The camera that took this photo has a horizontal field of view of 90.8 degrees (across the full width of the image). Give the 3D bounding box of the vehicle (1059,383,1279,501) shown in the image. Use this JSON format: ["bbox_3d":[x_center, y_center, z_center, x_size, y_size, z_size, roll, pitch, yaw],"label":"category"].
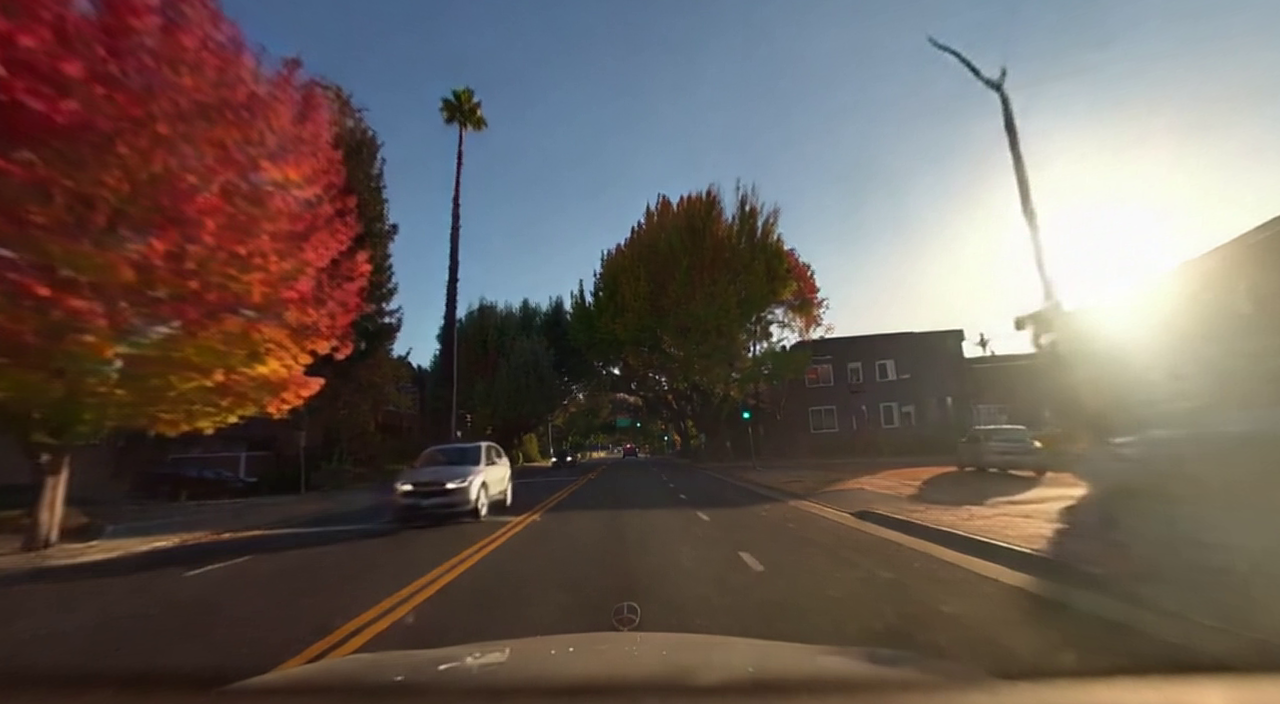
[{"bbox_3d":[9.529,1.669,11.590,2.051,1.687,4.858,-4,-10,22],"label":"vehicle"}]

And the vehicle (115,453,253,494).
[{"bbox_3d":[-22.137,5.887,30.799,5.117,1.766,2.239,-2,-7,3],"label":"vehicle"}]

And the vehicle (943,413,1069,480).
[{"bbox_3d":[11.954,3.178,21.096,2.028,1.935,5.021,-2,-9,11],"label":"vehicle"}]

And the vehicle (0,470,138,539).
[{"bbox_3d":[-15.029,3.594,15.087,4.649,1.423,1.850,-1,-9,6],"label":"vehicle"}]

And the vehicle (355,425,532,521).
[{"bbox_3d":[-3.957,2.568,13.845,2.356,1.702,4.700,-1,-9,0],"label":"vehicle"}]
